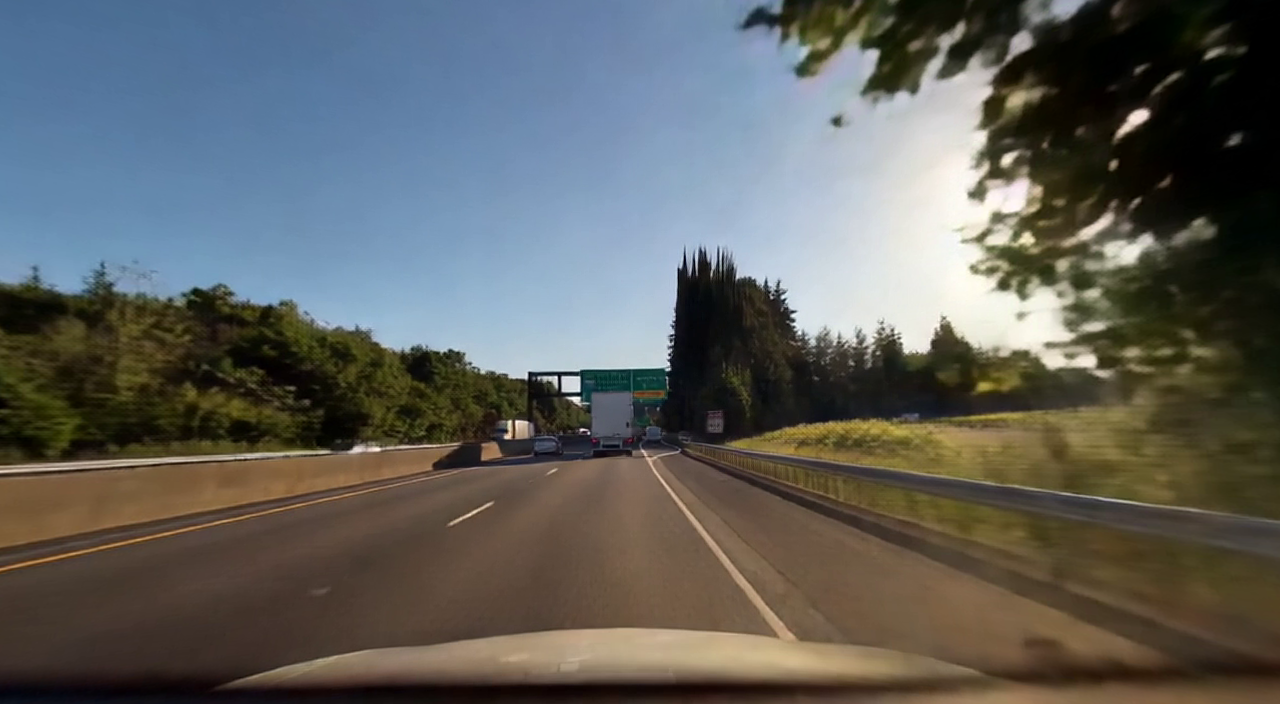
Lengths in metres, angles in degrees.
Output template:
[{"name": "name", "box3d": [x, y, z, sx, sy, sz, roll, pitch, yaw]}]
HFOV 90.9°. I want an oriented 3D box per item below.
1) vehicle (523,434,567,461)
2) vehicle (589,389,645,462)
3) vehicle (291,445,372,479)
[{"name": "vehicle", "box3d": [-5.415, 5.495, 36.421, 1.931, 1.479, 4.083, 0, -8, -1]}, {"name": "vehicle", "box3d": [-1.306, 4.334, 36.668, 2.855, 3.741, 8.587, 0, -8, -2]}, {"name": "vehicle", "box3d": [-14.478, 5.149, 29.860, 1.827, 1.433, 4.096, 0, -8, -1]}]
